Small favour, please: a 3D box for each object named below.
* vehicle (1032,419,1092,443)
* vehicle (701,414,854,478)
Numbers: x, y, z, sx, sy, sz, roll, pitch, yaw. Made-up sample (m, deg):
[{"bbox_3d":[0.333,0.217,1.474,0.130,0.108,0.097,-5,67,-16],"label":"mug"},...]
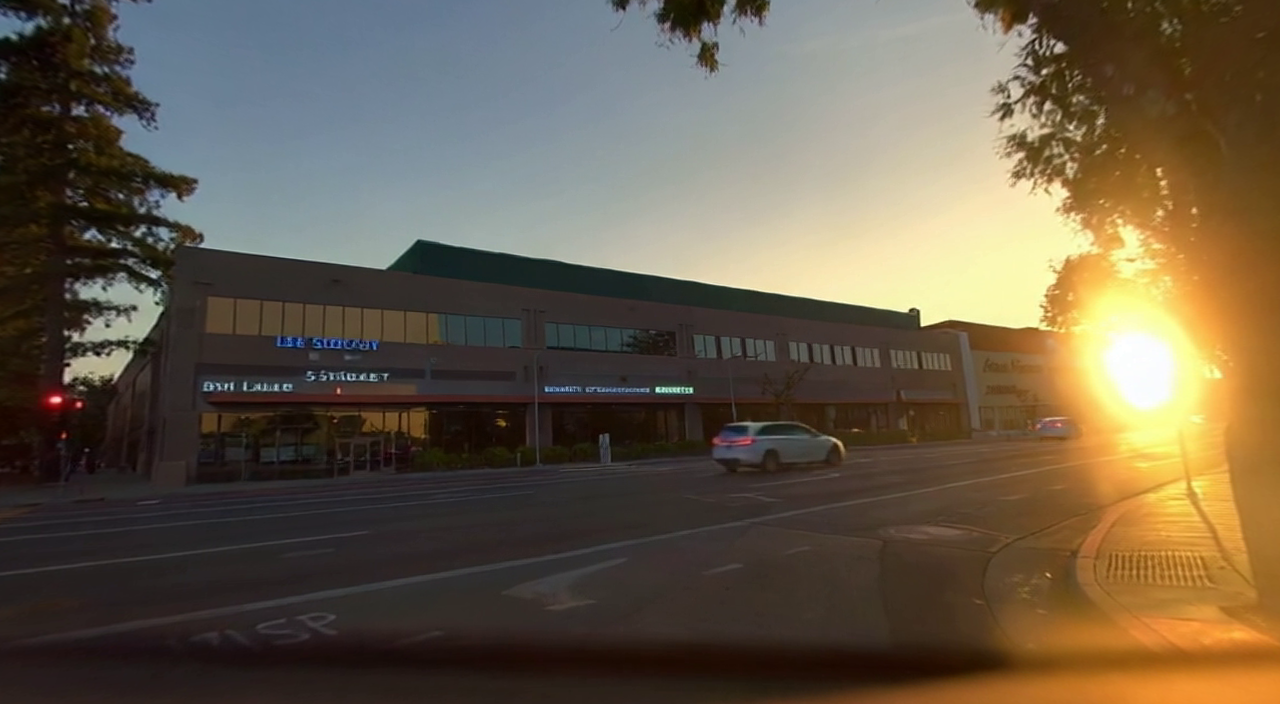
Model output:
[{"bbox_3d":[27.690,5.197,41.411,4.442,1.458,1.902,7,-11,-39],"label":"vehicle"},{"bbox_3d":[3.858,2.600,17.458,4.182,1.536,1.885,7,-11,-38],"label":"vehicle"}]
